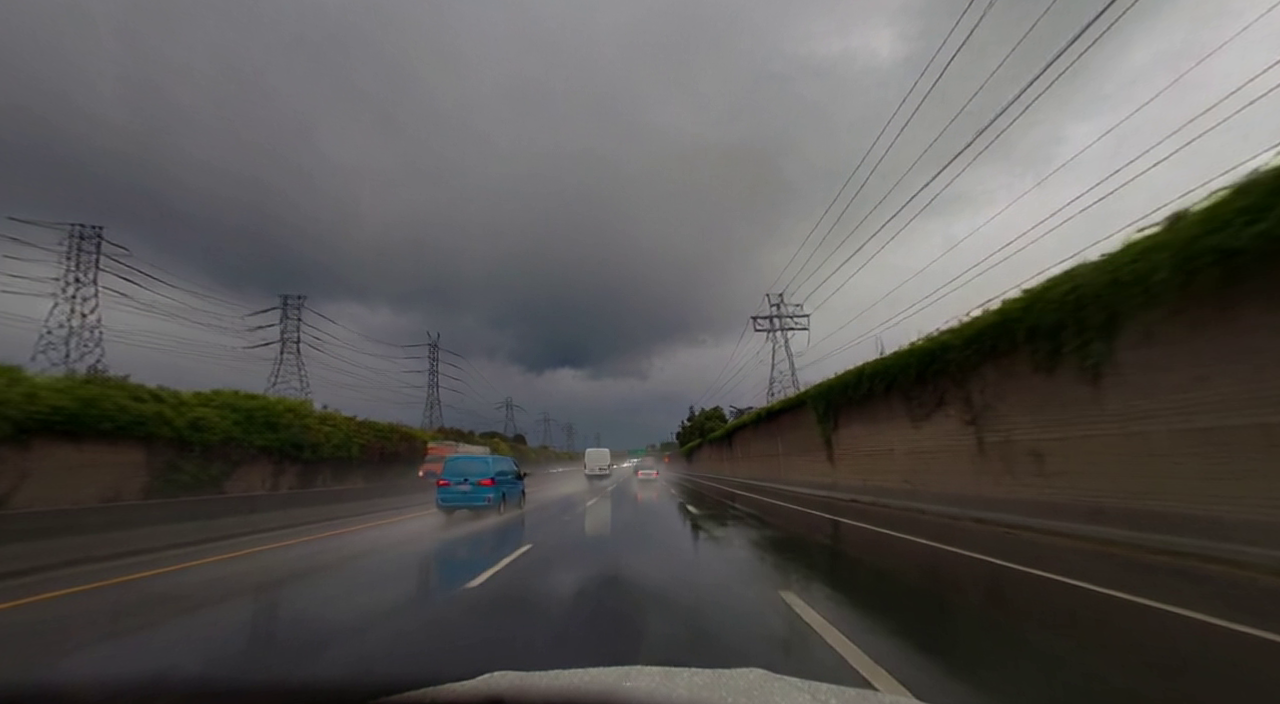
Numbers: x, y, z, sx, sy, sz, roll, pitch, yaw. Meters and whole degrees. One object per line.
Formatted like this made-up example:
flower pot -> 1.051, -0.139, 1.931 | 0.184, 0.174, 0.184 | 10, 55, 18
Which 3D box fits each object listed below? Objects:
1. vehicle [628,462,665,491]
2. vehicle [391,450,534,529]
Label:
vehicle -> 0.348, 7.220, 36.558 | 2.006, 1.554, 3.863 | 1, -10, 0
vehicle -> -3.971, 3.212, 15.043 | 2.023, 1.541, 4.543 | 1, -11, 1
